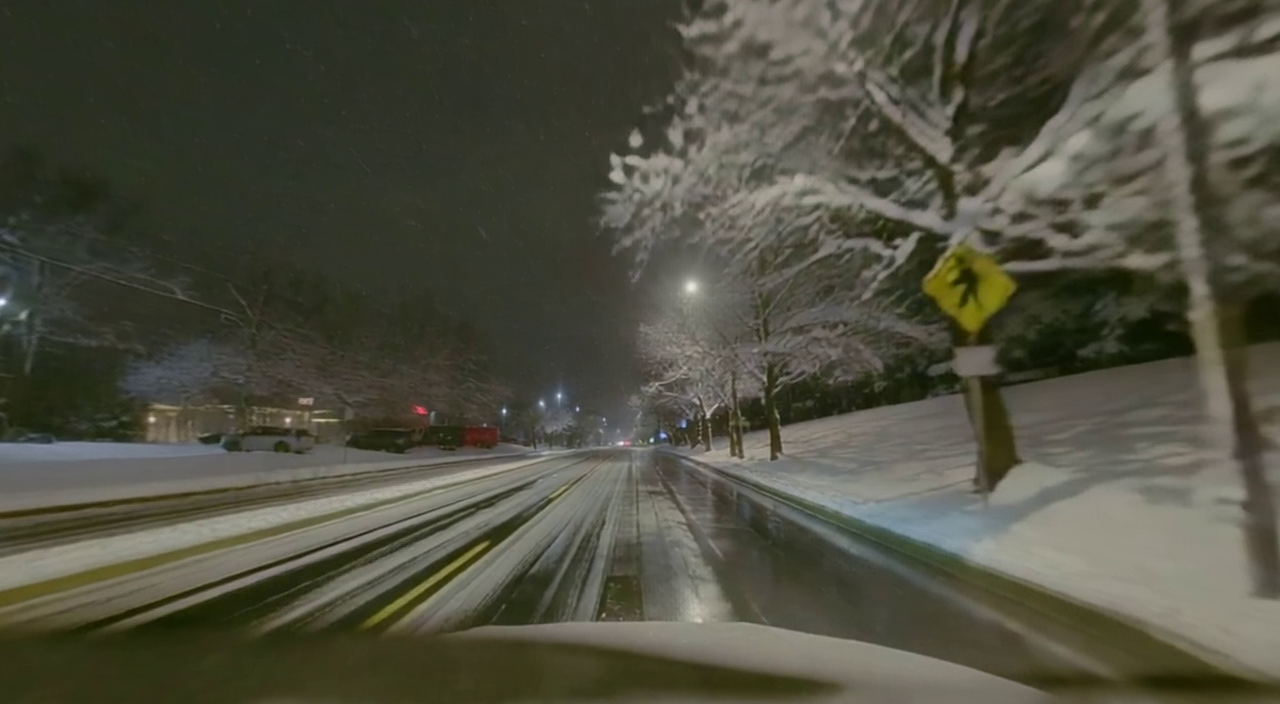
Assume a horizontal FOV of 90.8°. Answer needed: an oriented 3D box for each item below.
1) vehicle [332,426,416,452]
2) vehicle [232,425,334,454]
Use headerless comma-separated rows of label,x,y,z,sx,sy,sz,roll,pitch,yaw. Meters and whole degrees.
vehicle,-19.425,6.388,46.333,5.109,1.891,2.206,0,-8,-1
vehicle,-18.549,4.577,32.966,4.238,1.459,1.753,0,-9,2
